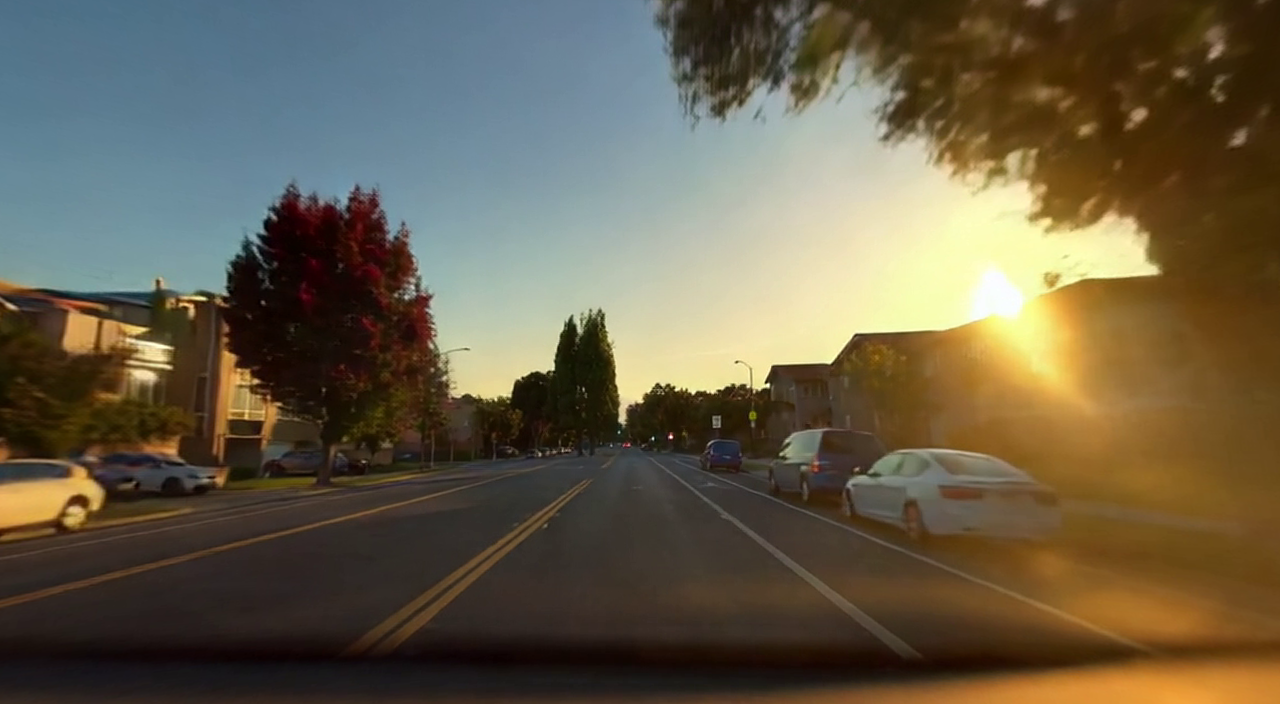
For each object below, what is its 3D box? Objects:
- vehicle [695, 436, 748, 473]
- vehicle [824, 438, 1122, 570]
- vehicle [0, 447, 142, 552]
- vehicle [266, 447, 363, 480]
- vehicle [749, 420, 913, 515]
[{"bbox_3d":[4.327,5.542,34.442,2.052,1.859,4.778,1,-9,-3],"label":"vehicle"},{"bbox_3d":[4.532,2.104,9.653,1.923,1.493,4.628,0,-9,-1],"label":"vehicle"},{"bbox_3d":[-12.687,2.833,12.116,2.149,1.865,5.247,-2,-8,-2],"label":"vehicle"},{"bbox_3d":[-18.479,6.353,36.076,4.397,1.768,1.956,1,-9,-4],"label":"vehicle"},{"bbox_3d":[4.516,2.863,16.199,2.254,1.968,5.838,0,-9,-1],"label":"vehicle"}]
